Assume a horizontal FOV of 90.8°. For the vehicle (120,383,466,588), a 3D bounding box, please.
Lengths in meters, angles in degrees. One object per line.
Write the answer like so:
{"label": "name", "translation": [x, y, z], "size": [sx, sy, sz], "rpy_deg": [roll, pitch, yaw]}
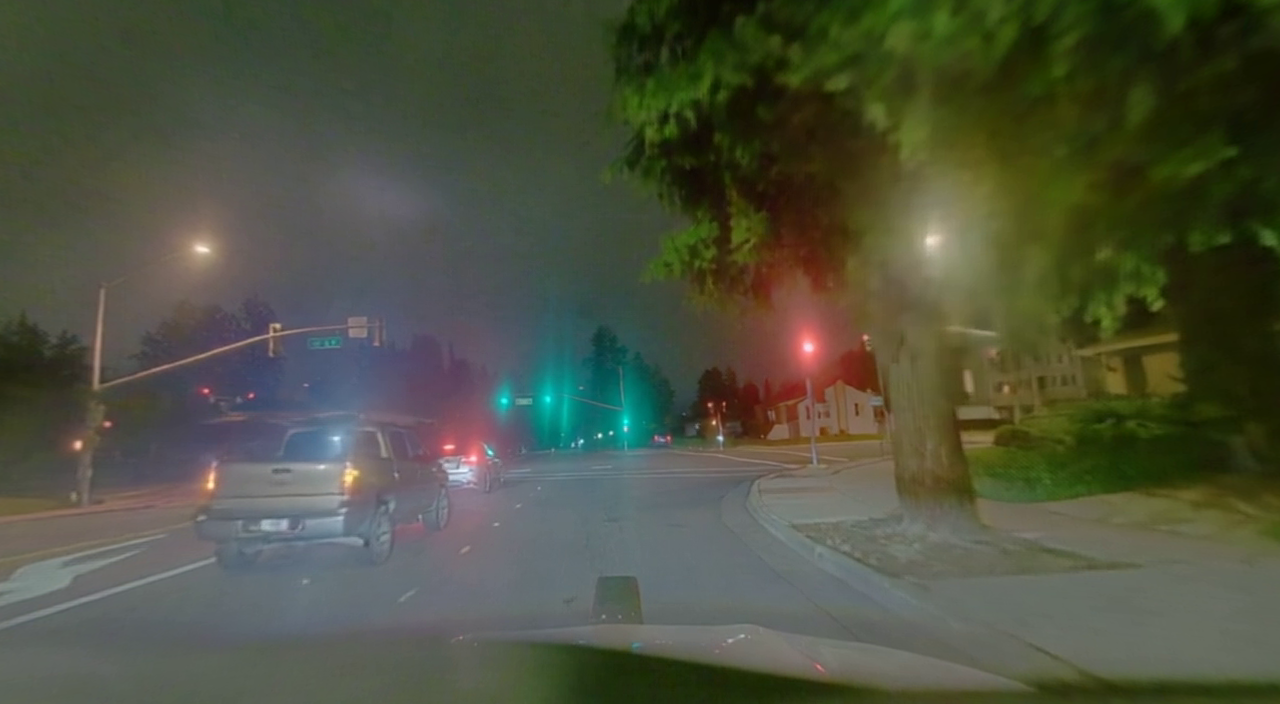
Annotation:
{"label": "vehicle", "translation": [-3.782, 1.539, 8.130], "size": [2.041, 1.834, 4.679], "rpy_deg": [0, -8, -4]}
